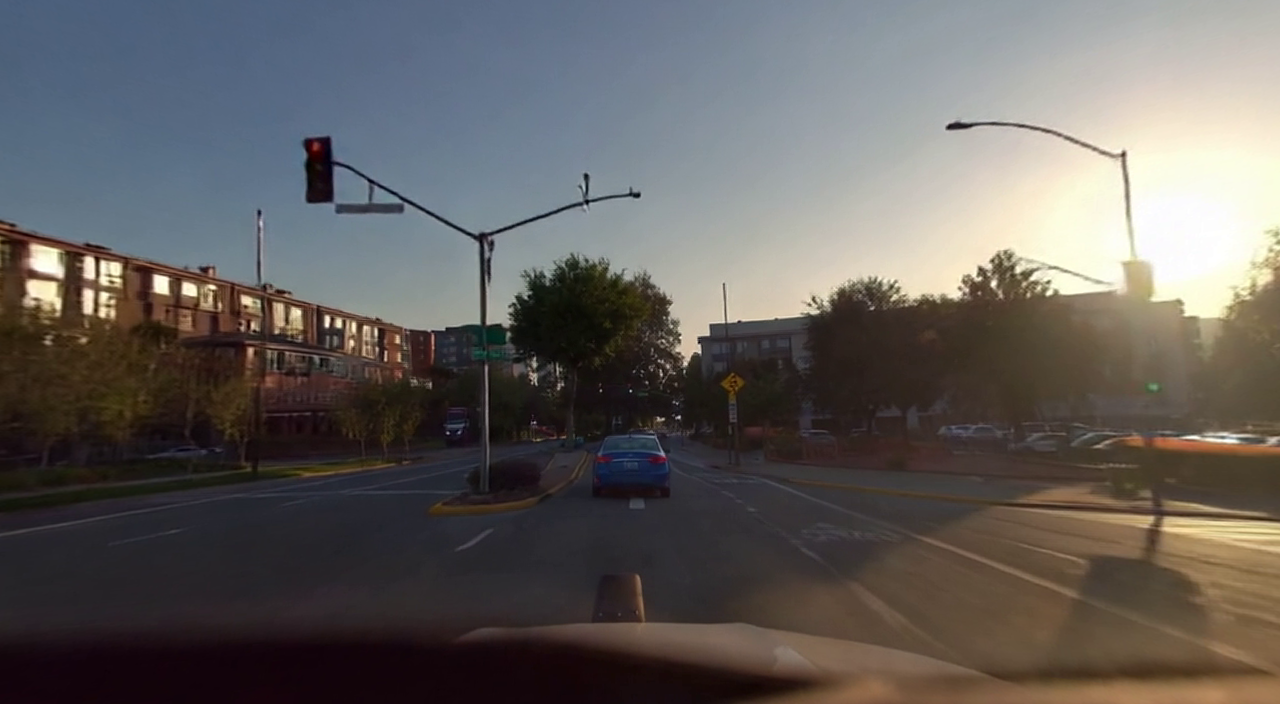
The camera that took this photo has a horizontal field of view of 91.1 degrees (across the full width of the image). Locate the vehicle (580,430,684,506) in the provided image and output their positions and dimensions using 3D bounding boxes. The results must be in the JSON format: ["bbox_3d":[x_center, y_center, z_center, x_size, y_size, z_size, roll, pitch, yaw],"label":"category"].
[{"bbox_3d":[-0.337,2.464,13.968,1.950,1.401,4.159,1,-8,-5],"label":"vehicle"}]
